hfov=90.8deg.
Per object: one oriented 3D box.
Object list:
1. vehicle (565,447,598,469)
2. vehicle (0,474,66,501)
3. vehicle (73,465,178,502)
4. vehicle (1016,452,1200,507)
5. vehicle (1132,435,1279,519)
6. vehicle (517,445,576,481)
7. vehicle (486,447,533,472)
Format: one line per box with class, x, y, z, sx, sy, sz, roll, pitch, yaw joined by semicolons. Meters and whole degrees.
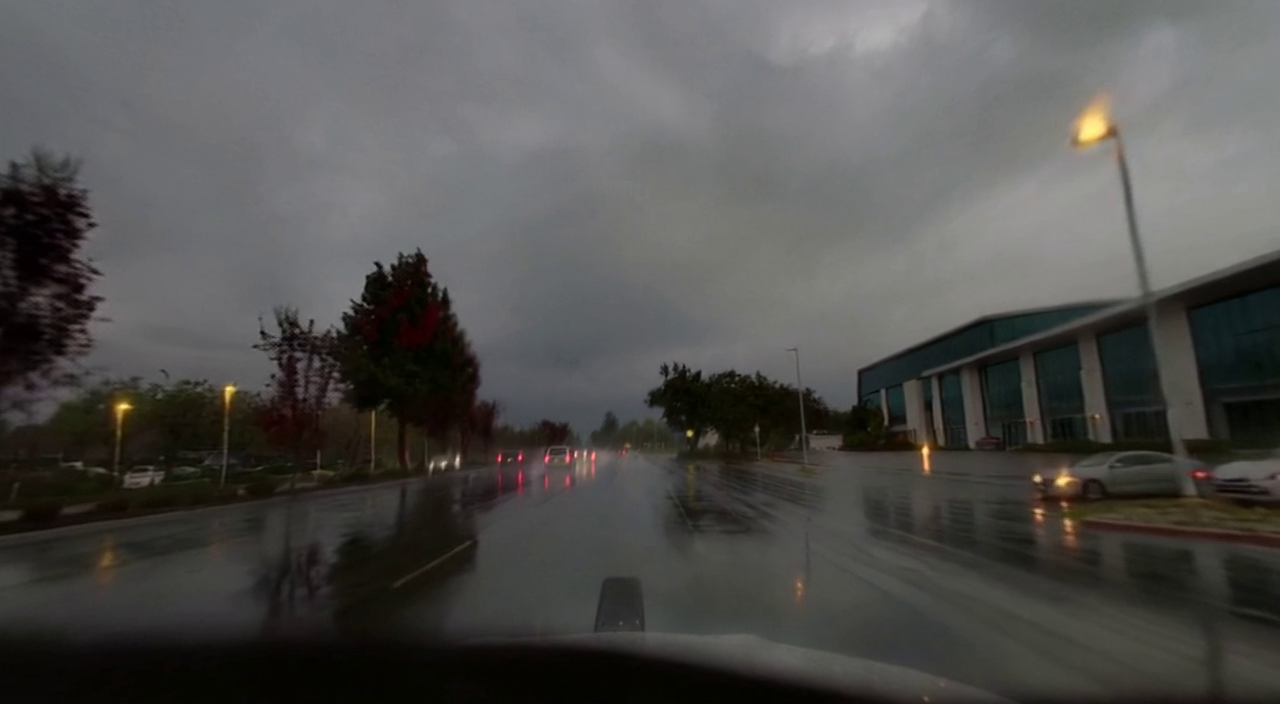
vehicle;-4.160;7.609;45.578;1.971;1.414;4.317;0;-8;0
vehicle;-44.053;9.609;44.615;4.728;1.668;2.240;-2;-9;-2
vehicle;-27.184;6.929;33.610;1.758;1.566;4.531;-4;-8;1
vehicle;12.366;3.353;16.861;3.467;1.349;1.839;1;-8;-4
vehicle;12.433;2.349;12.123;4.372;1.445;1.928;1;-8;-2
vehicle;-4.194;5.075;29.153;2.011;1.483;4.596;-1;-8;0
vehicle;-8.406;6.995;41.232;1.976;1.497;4.709;0;-8;1
